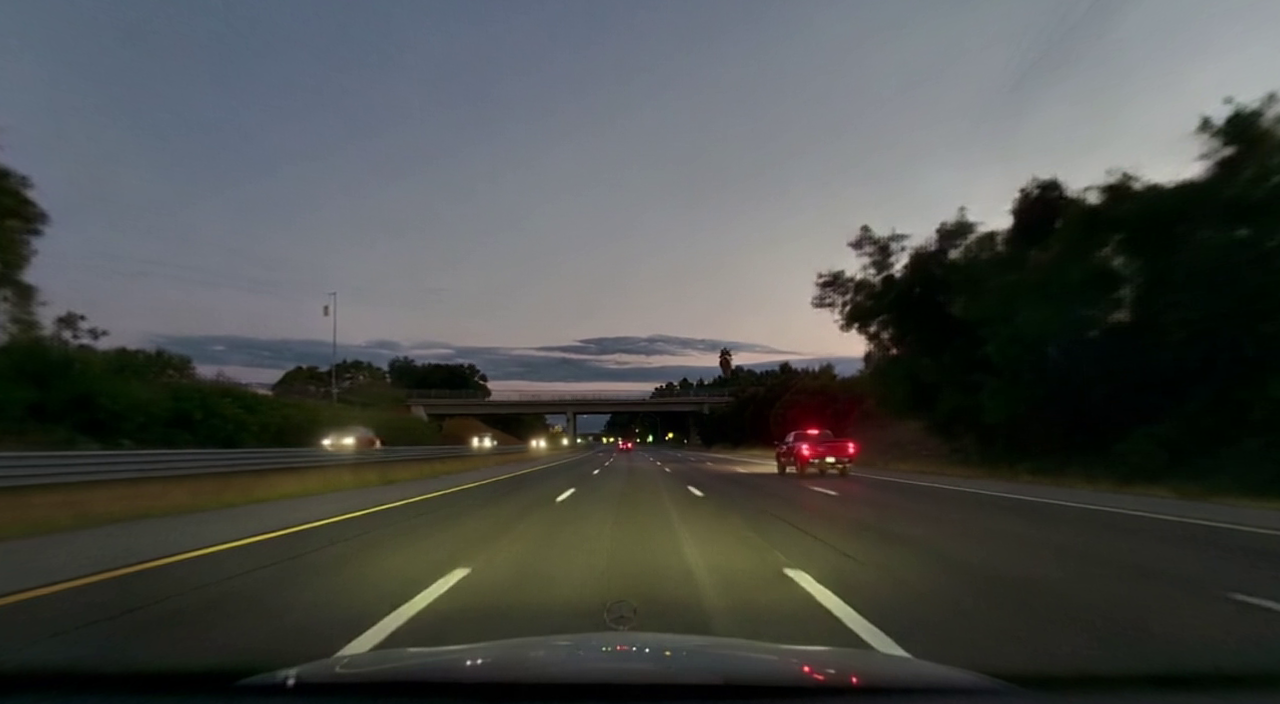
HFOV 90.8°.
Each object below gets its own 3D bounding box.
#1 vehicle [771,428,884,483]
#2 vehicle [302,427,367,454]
[{"bbox_3d":[6.907,3.920,24.252,2.395,1.819,6.086,0,-9,-1],"label":"vehicle"},{"bbox_3d":[-19.937,5.848,41.472,1.945,1.626,4.742,-1,-9,0],"label":"vehicle"}]
